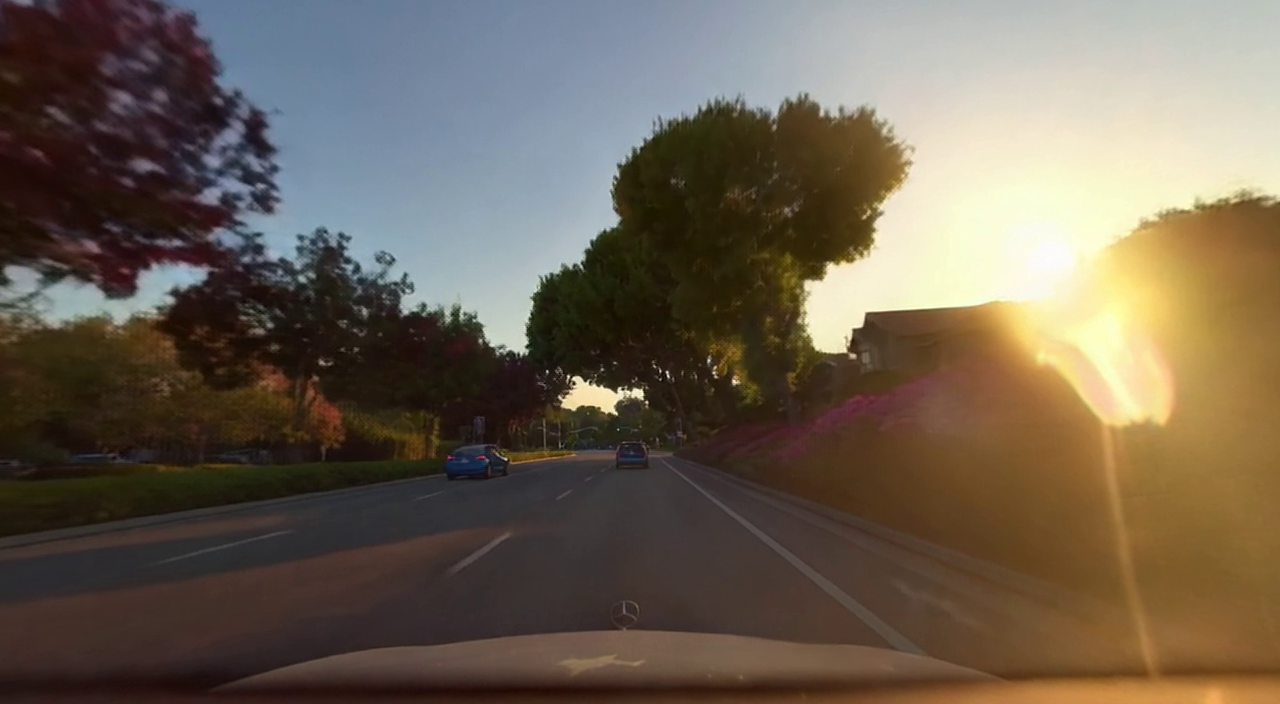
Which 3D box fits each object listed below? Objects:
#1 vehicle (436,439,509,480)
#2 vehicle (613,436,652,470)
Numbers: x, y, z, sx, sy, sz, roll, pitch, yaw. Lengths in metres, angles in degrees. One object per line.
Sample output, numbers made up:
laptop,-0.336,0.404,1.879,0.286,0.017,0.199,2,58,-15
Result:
vehicle,-7.318,4.729,28.095,1.993,1.657,4.487,0,-8,1
vehicle,-0.401,5.681,35.777,2.070,1.764,4.552,0,-8,0
